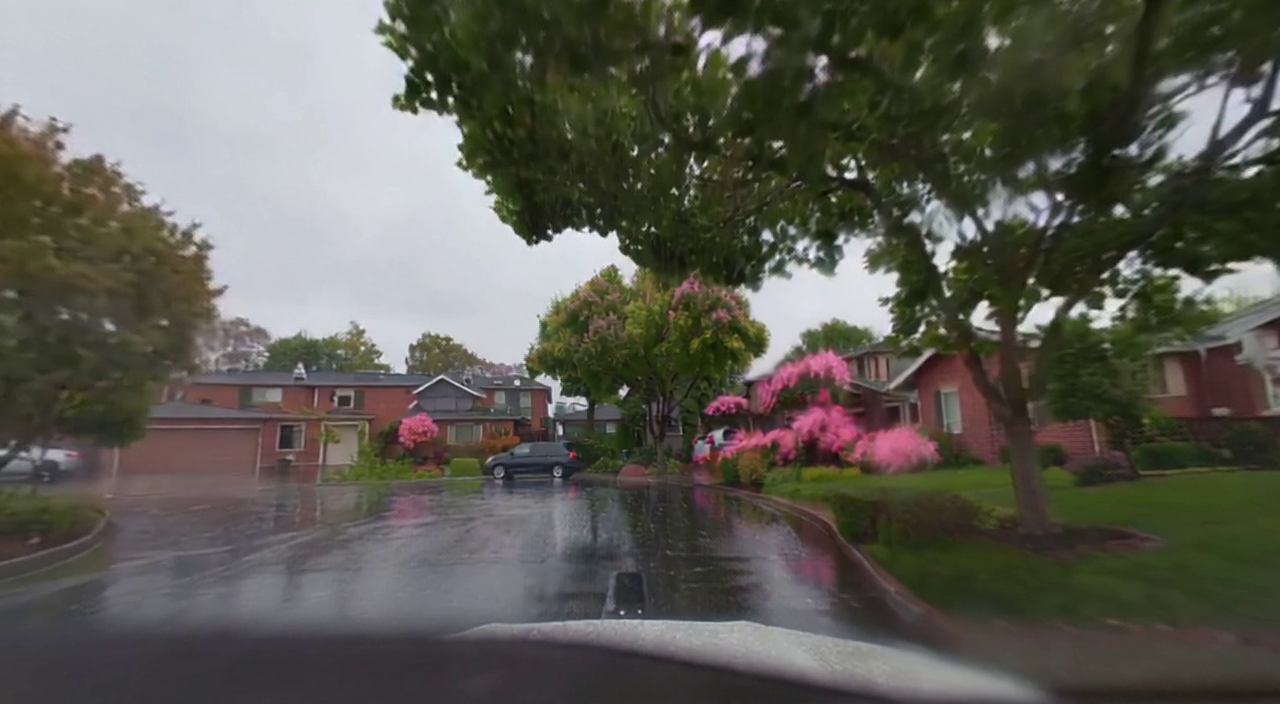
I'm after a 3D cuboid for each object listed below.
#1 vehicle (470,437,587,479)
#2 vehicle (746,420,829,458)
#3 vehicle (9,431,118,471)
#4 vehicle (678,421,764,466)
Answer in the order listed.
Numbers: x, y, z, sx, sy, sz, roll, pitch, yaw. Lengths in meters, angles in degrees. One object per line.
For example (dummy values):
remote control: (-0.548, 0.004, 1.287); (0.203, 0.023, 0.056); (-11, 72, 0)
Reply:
vehicle: (-5.063, 4.864, 29.040); (4.815, 1.827, 2.147); (-1, -9, 9)
vehicle: (7.539, 4.467, 32.007); (2.152, 1.773, 4.495); (-8, -12, 41)
vehicle: (-27.148, 4.655, 29.755); (4.237, 1.728, 2.203); (-4, -10, 26)
vehicle: (4.207, 4.619, 32.405); (2.310, 1.701, 4.280); (-3, -1, 41)
